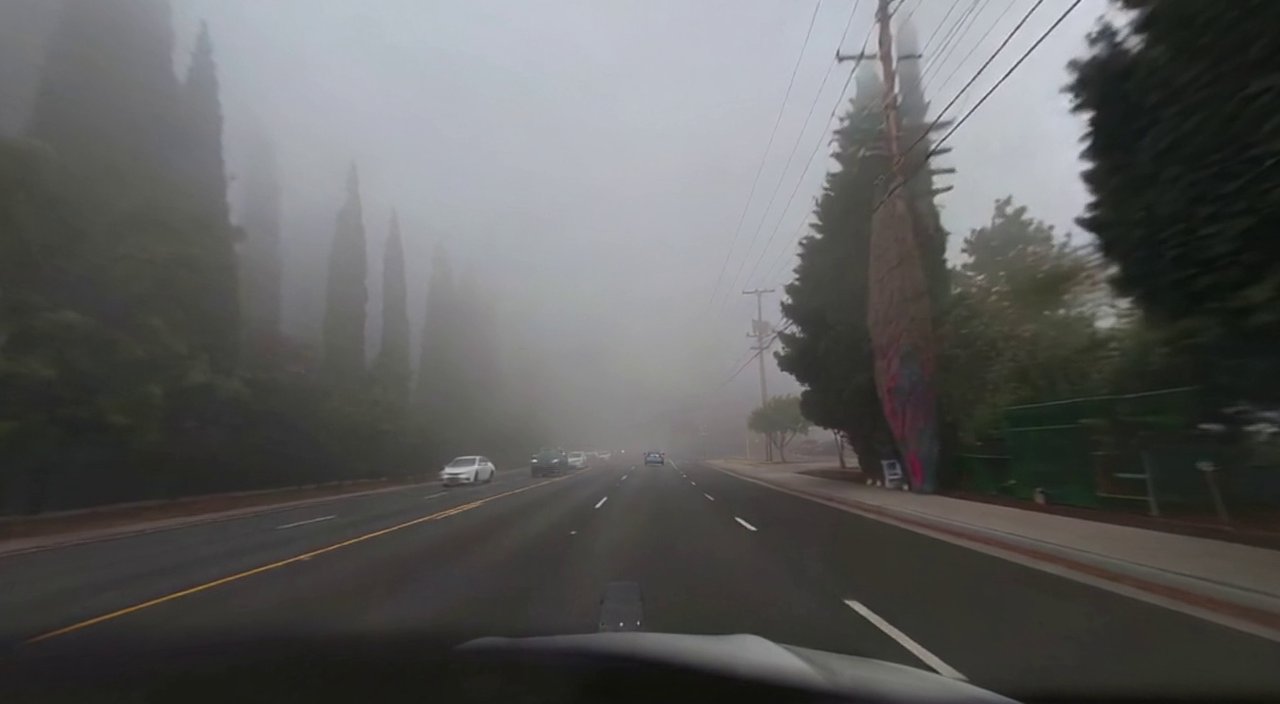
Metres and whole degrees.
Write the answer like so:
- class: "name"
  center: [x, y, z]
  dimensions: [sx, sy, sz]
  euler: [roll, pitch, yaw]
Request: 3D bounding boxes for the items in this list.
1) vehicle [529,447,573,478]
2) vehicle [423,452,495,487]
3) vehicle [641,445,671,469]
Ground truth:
- class: "vehicle"
  center: [-4.992, 6.219, 35.858]
  dimensions: [1.792, 1.628, 4.000]
  euler: [0, -9, 1]
- class: "vehicle"
  center: [-8.587, 5.611, 30.376]
  dimensions: [2.058, 1.495, 4.448]
  euler: [0, -9, 1]
- class: "vehicle"
  center: [1.173, 7.896, 47.765]
  dimensions: [2.163, 1.746, 4.073]
  euler: [0, -9, 1]
